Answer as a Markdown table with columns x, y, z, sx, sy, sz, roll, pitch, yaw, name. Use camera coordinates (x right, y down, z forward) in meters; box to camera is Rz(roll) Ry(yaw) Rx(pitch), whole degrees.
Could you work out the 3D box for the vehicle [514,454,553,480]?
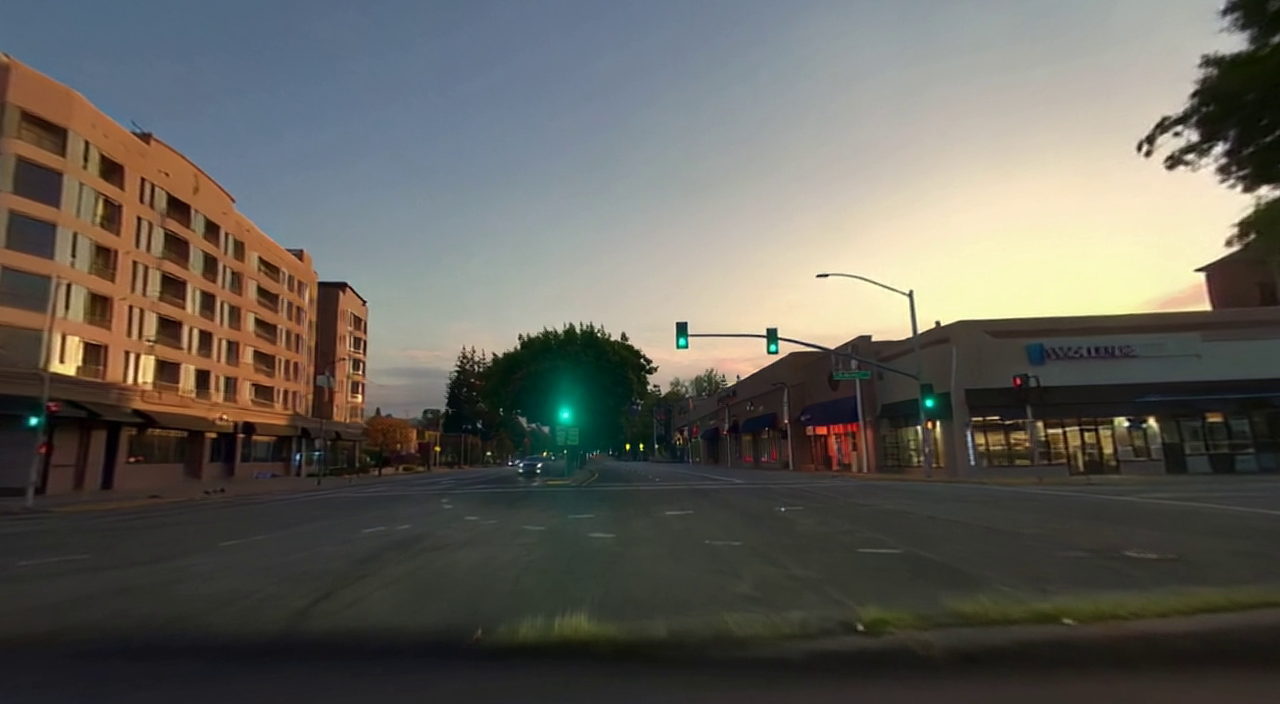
| x | y | z | sx | sy | sz | roll | pitch | yaw | name |
| --- | --- | --- | --- | --- | --- | --- | --- | --- | --- |
| -6.560 | 7.099 | 39.335 | 1.894 | 1.474 | 4.332 | 0 | -8 | -3 | vehicle |
